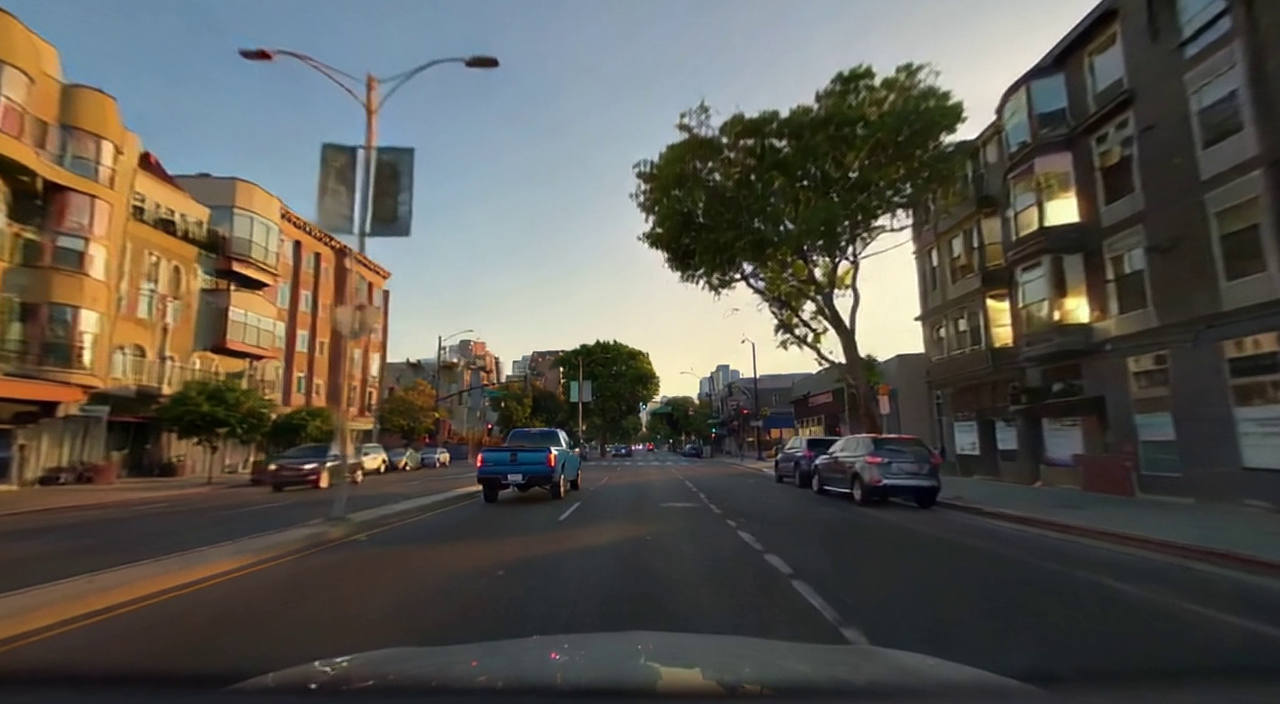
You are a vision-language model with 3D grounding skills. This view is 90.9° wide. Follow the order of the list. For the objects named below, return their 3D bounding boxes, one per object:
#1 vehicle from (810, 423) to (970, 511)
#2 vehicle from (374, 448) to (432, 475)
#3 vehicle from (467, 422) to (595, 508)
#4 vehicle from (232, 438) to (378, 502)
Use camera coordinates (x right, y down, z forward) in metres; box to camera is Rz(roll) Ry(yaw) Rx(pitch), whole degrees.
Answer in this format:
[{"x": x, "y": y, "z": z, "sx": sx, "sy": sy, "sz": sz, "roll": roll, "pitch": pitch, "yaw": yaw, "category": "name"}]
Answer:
[{"x": 5.964, "y": 2.810, "z": 15.853, "sx": 2.043, "sy": 1.841, "sz": 4.842, "roll": 0, "pitch": -9, "yaw": 1, "category": "vehicle"}, {"x": -15.819, "y": 7.312, "z": 42.419, "sx": 2.100, "sy": 1.596, "sz": 4.739, "roll": -2, "pitch": -9, "yaw": 0, "category": "vehicle"}, {"x": -2.490, "y": 2.800, "z": 16.021, "sx": 2.197, "sy": 1.786, "sz": 5.365, "roll": -1, "pitch": -9, "yaw": 1, "category": "vehicle"}, {"x": -10.054, "y": 3.560, "z": 19.411, "sx": 2.013, "sy": 1.704, "sz": 4.364, "roll": -1, "pitch": -9, "yaw": 1, "category": "vehicle"}]
